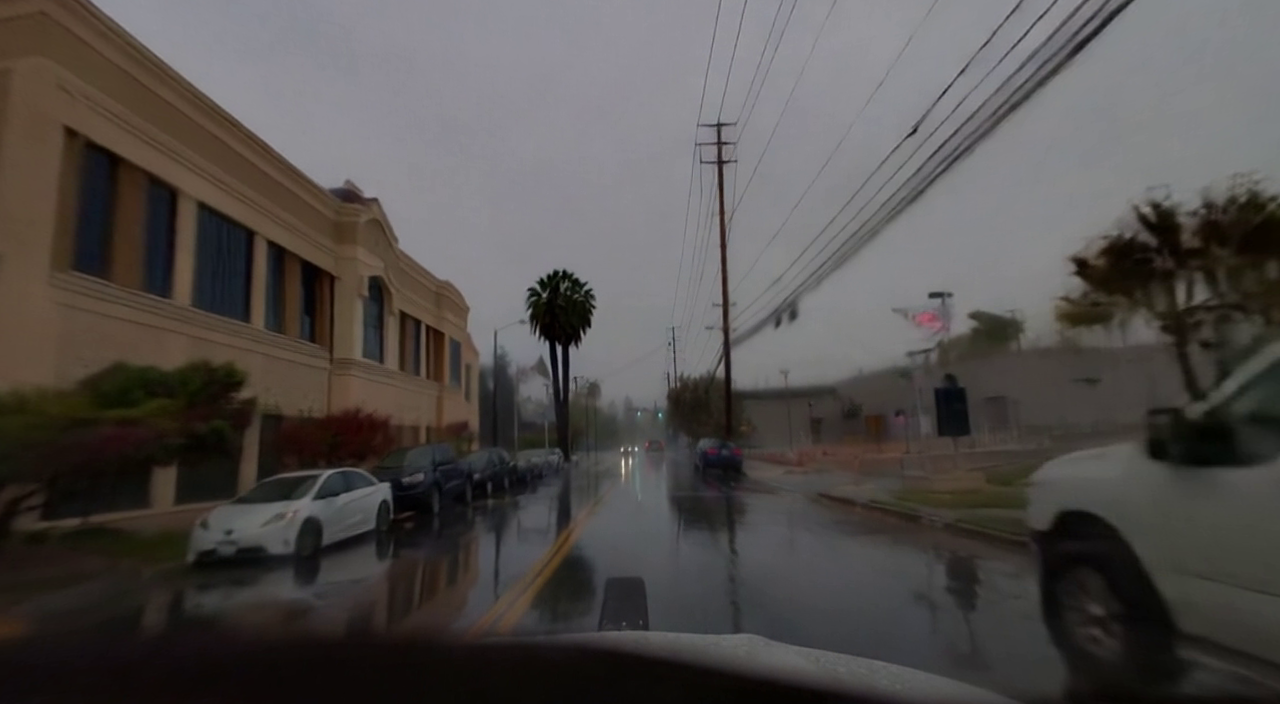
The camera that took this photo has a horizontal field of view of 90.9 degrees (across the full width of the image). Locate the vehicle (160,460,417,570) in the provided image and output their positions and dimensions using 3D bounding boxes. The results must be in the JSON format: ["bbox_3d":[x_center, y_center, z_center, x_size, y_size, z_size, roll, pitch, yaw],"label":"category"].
[{"bbox_3d":[-5.922,2.757,11.476,1.982,1.453,4.577,0,-8,1],"label":"vehicle"}]

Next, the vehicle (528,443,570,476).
[{"bbox_3d":[-5.641,6.701,39.623,2.126,1.864,4.831,0,-8,-2],"label":"vehicle"}]

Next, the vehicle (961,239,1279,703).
[{"bbox_3d":[3.556,0.530,1.372,2.485,2.123,6.029,0,-8,0],"label":"vehicle"}]

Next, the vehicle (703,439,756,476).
[{"bbox_3d":[4.092,4.910,29.635,1.948,1.607,4.873,0,-8,2],"label":"vehicle"}]

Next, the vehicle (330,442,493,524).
[{"bbox_3d":[-5.766,3.344,16.849,2.286,1.836,5.088,-1,-8,2],"label":"vehicle"}]
